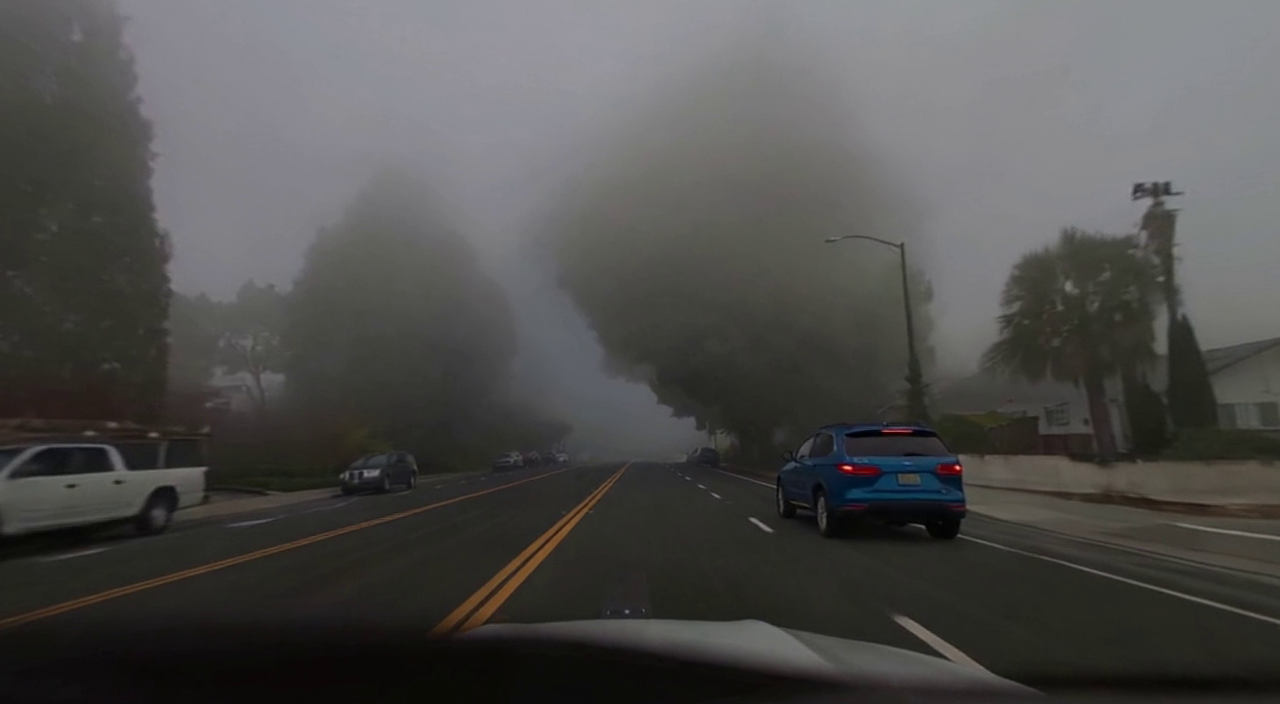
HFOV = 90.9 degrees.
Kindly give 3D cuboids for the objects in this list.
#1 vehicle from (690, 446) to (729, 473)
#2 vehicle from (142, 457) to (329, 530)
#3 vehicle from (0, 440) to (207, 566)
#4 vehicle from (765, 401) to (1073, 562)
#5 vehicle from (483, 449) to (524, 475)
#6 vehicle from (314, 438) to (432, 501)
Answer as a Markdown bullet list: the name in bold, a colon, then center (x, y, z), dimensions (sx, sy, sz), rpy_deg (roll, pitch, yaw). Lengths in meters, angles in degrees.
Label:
- **vehicle**: center (4.098, 6.414, 37.820), dimensions (1.956, 1.492, 4.425), rpy_deg (-1, -9, 1)
- **vehicle**: center (-10.616, 3.714, 17.086), dimensions (2.006, 1.476, 4.570), rpy_deg (-3, -8, 1)
- **vehicle**: center (-10.669, 2.533, 10.986), dimensions (2.261, 1.851, 5.724), rpy_deg (-2, -9, -1)
- **vehicle**: center (3.895, 1.975, 10.476), dimensions (2.497, 1.889, 5.833), rpy_deg (0, -9, 1)
- **vehicle**: center (-10.248, 8.276, 47.712), dimensions (2.083, 1.791, 4.585), rpy_deg (-2, -9, 1)
- **vehicle**: center (-10.462, 4.637, 25.336), dimensions (2.254, 2.127, 5.697), rpy_deg (-3, -9, 0)
